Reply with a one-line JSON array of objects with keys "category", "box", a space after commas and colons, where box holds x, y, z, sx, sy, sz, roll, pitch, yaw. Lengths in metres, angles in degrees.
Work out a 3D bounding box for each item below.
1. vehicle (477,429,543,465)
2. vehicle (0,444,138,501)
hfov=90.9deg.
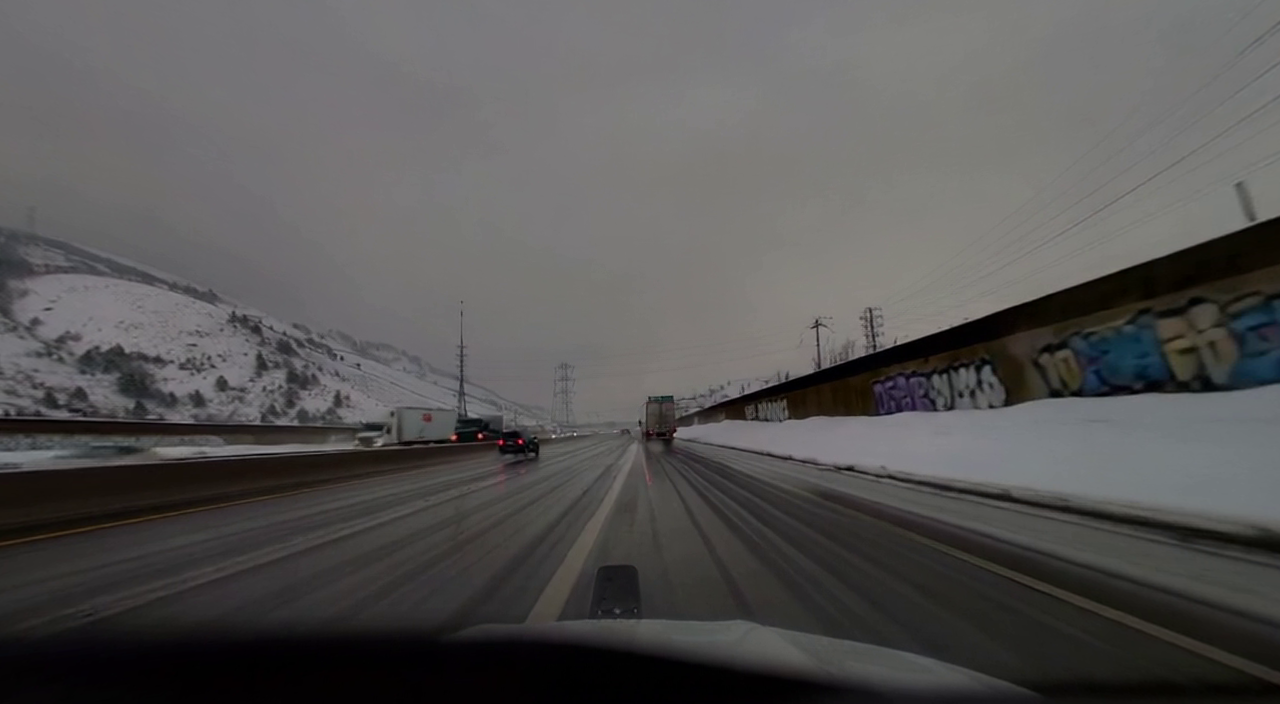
[{"category": "vehicle", "box": [-5.740, 4.228, 28.351, 1.965, 1.486, 4.448, 0, -8, 1]}, {"category": "vehicle", "box": [-17.174, 3.409, 18.337, 1.781, 1.409, 3.993, 0, -8, 0]}]
